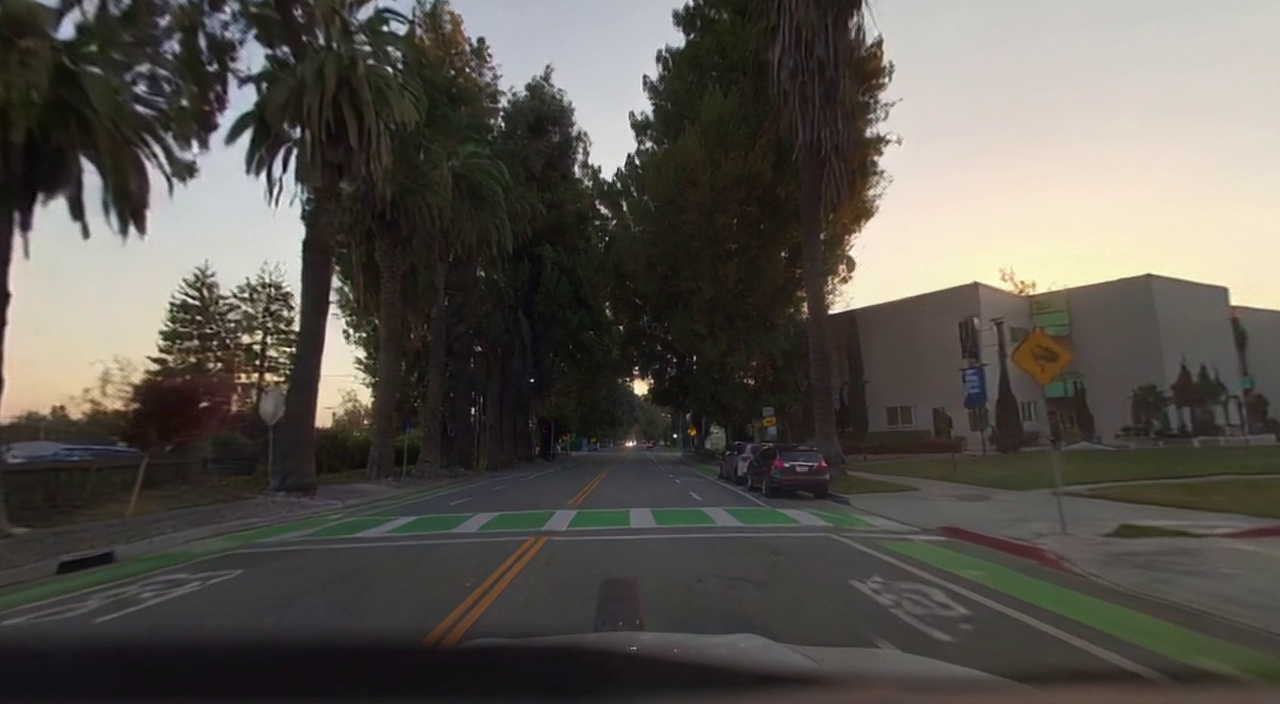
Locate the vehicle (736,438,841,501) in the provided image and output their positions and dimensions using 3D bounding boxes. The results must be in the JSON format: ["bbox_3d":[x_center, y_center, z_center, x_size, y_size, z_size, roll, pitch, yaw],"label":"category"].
[{"bbox_3d":[4.295,3.489,19.102,1.997,1.640,4.494,0,-9,-1],"label":"vehicle"}]
